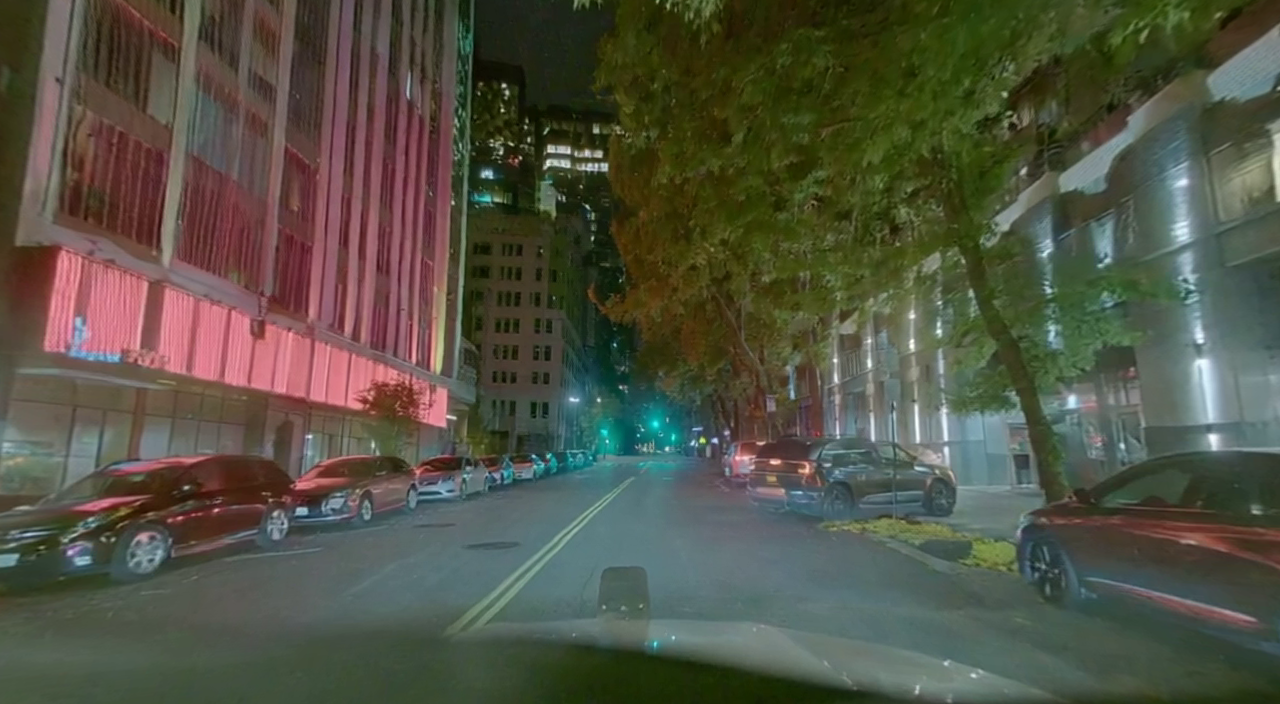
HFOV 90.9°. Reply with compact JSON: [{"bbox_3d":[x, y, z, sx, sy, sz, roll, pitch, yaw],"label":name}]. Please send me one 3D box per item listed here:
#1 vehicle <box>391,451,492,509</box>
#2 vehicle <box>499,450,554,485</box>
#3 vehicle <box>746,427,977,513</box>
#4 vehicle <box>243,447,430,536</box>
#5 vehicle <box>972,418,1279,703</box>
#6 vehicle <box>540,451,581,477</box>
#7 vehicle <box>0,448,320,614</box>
[{"bbox_3d":[-6.490,4.202,21.260,1.944,1.574,4.717,-2,-8,-1],"label":"vehicle"},{"bbox_3d":[-5.839,5.969,32.905,2.110,1.498,4.555,-2,-8,-1],"label":"vehicle"},{"bbox_3d":[5.246,2.843,15.607,4.772,1.876,2.400,-1,-8,0],"label":"vehicle"},{"bbox_3d":[-6.762,3.103,14.780,2.123,1.596,4.659,-2,-8,-1],"label":"vehicle"},{"bbox_3d":[4.529,1.231,4.027,2.331,1.533,4.831,0,-8,2],"label":"vehicle"},{"bbox_3d":[-5.391,7.643,43.318,2.270,1.539,4.855,-2,-8,-1],"label":"vehicle"},{"bbox_3d":[-7.040,2.275,9.119,2.244,1.616,5.013,-2,-8,-1],"label":"vehicle"}]
